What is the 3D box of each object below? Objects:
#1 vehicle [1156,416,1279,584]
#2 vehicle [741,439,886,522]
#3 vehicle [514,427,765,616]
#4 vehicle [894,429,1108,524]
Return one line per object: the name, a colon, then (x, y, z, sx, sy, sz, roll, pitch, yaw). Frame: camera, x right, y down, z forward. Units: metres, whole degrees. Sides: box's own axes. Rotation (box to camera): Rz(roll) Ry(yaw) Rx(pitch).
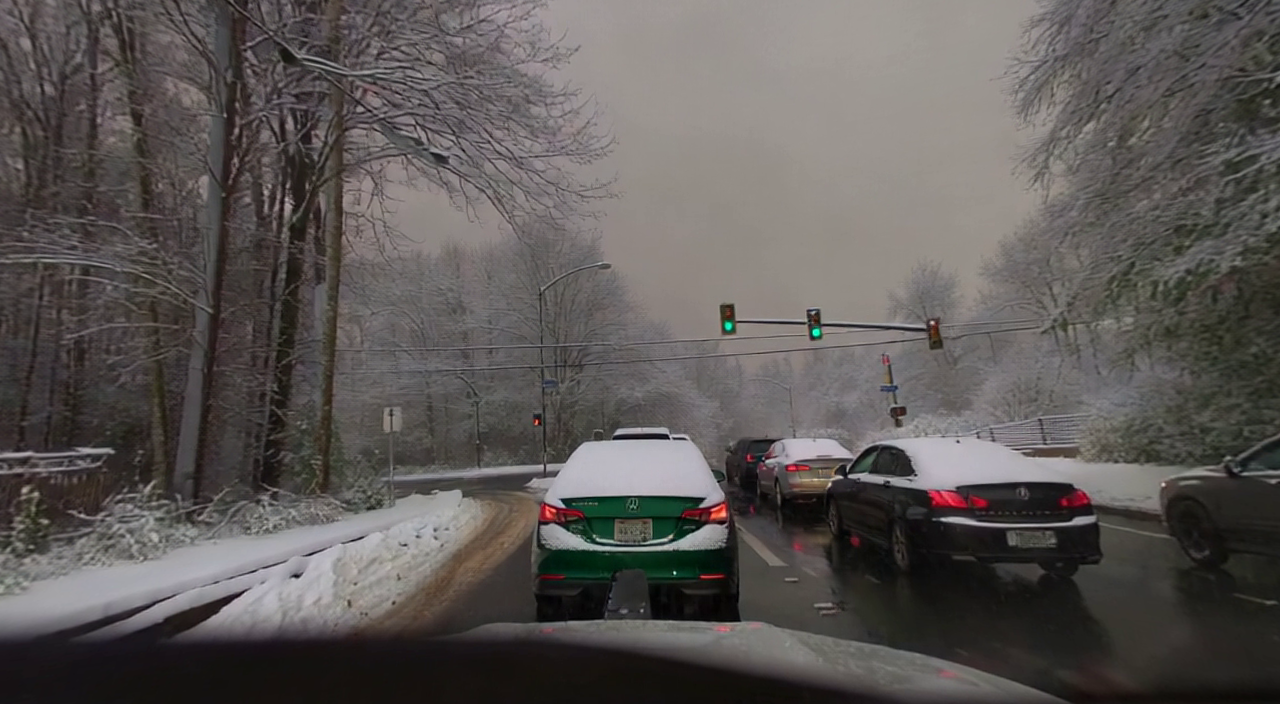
vehicle: (6.940, 1.336, 5.579, 1.783, 1.572, 3.421, 0, -9, 1)
vehicle: (3.541, 2.714, 13.816, 1.934, 1.494, 4.446, 0, -9, 0)
vehicle: (0.014, 1.682, 7.099, 2.015, 1.502, 3.898, 0, -9, 1)
vehicle: (7.027, 2.459, 12.903, 1.923, 1.611, 4.094, 0, -9, 0)
